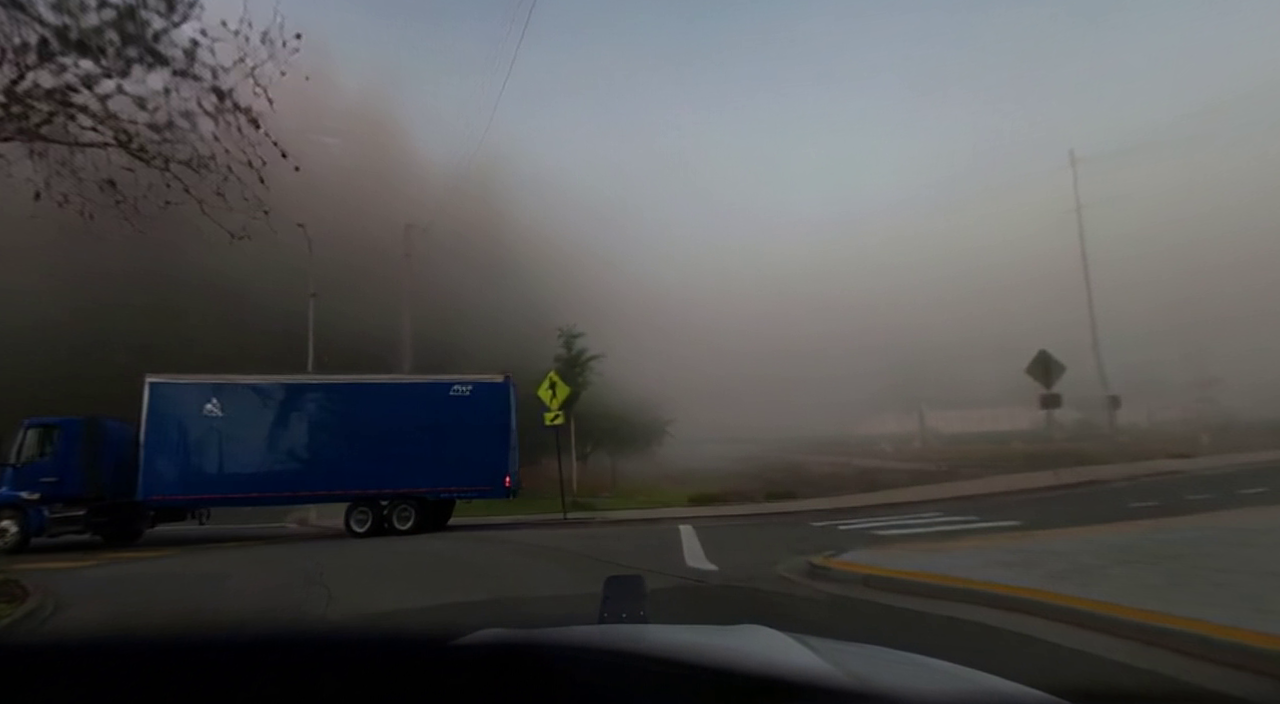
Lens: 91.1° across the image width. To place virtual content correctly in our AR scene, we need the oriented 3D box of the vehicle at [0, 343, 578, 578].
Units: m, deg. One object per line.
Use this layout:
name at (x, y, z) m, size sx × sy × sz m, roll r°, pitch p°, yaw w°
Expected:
vehicle at (-6.189, 1.818, 11.138) m, size 9.680 × 3.326 × 2.838 m, roll -1°, pitch -8°, yaw 9°
